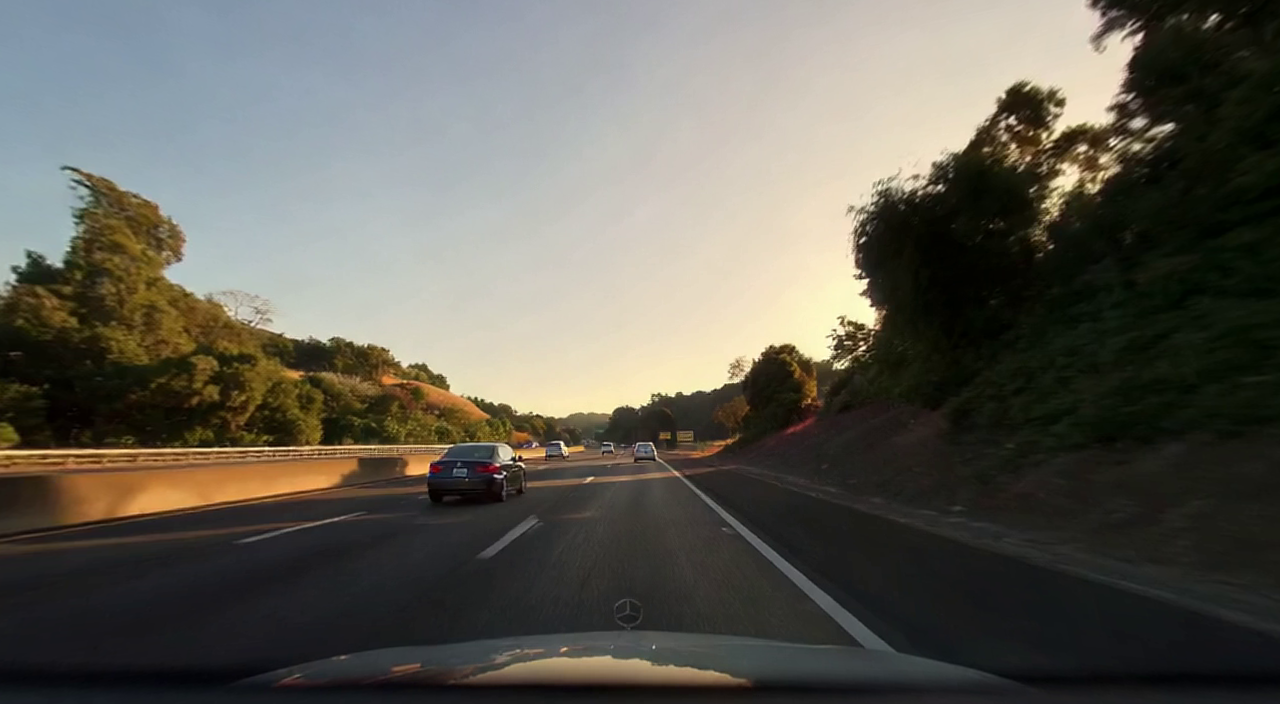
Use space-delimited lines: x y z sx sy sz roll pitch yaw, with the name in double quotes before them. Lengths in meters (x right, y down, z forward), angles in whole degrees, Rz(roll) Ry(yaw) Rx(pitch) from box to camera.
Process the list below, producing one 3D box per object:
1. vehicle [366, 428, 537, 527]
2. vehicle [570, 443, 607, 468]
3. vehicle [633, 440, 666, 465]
"vehicle" -3.511 2.426 12.811 2.028 1.634 4.441 0 -8 1
"vehicle" -3.321 6.777 41.428 2.066 1.497 4.253 0 -8 0
"vehicle" 0.632 7.159 45.089 2.259 1.697 4.106 0 -8 -1
